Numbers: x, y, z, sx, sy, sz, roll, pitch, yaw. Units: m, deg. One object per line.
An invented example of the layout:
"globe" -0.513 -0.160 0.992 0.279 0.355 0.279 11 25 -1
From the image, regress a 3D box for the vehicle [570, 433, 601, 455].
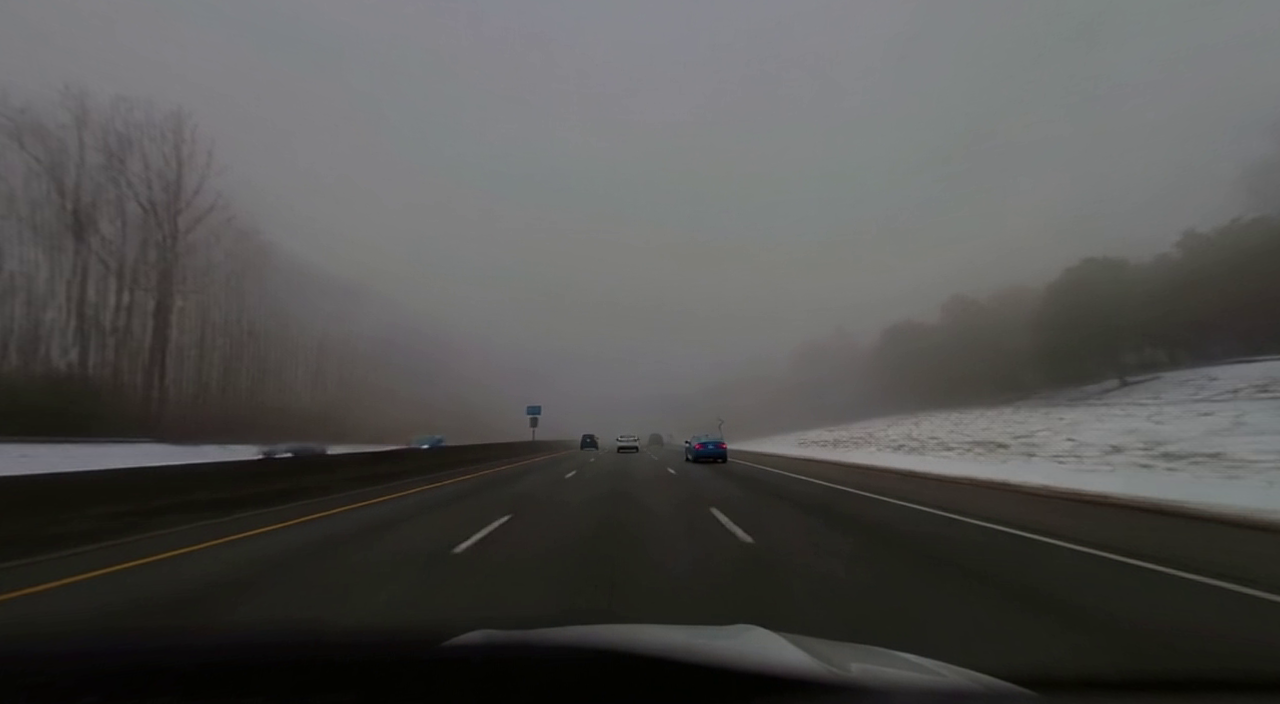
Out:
"vehicle" -4.047 6.926 47.310 2.041 1.546 4.080 0 -8 -1

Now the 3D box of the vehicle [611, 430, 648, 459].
"vehicle" -0.659 5.727 39.102 2.182 1.680 4.253 0 -8 -1

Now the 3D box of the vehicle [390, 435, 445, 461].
"vehicle" -13.381 5.769 38.023 1.861 1.479 3.811 0 -8 0

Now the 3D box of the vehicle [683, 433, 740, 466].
"vehicle" 3.380 4.694 30.621 2.056 1.479 4.660 0 -8 -2

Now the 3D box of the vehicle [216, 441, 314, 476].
"vehicle" -17.243 4.877 29.164 1.982 1.503 4.149 0 -8 0
